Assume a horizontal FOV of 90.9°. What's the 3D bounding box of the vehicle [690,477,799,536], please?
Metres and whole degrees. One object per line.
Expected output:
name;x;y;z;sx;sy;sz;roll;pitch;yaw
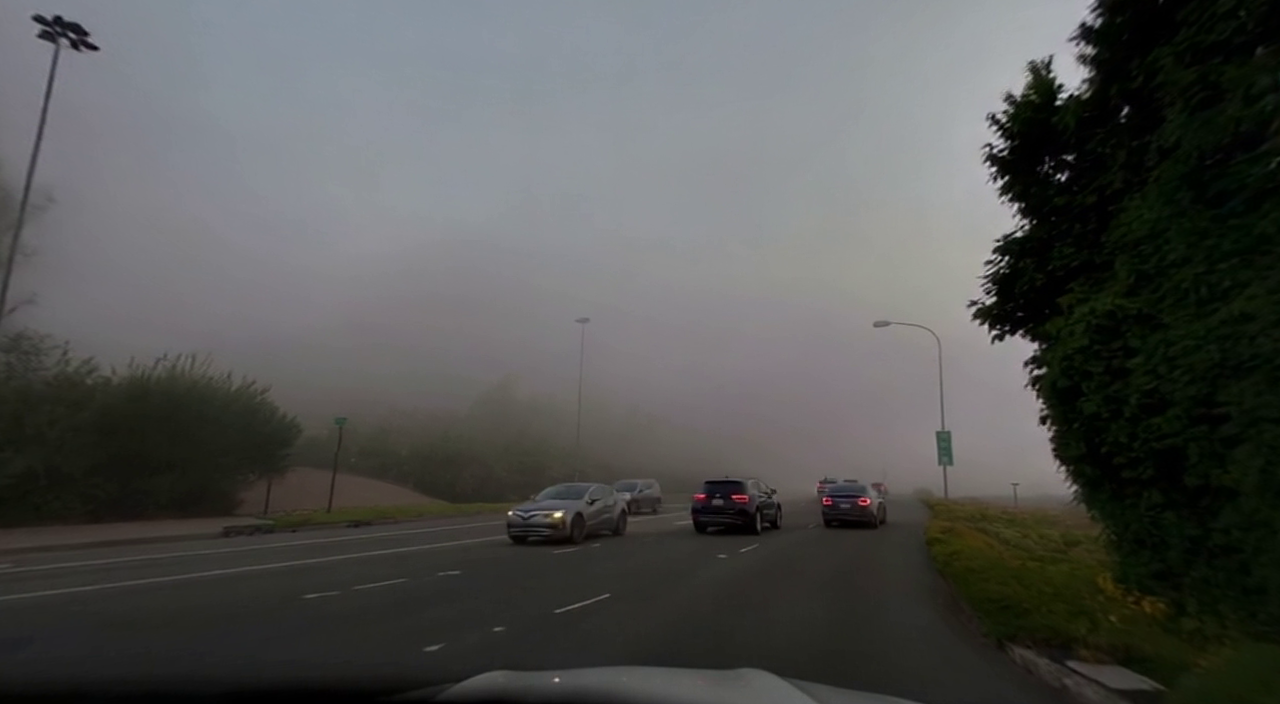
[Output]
vehicle;3.320;4.601;19.231;2.030;1.441;4.806;-4;-12;25

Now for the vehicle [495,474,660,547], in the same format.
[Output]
vehicle;-1.405;3.974;16.390;2.107;1.502;4.705;-4;-12;25

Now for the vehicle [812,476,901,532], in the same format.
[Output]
vehicle;6.961;4.714;19.952;2.129;1.471;4.258;-4;-12;25
